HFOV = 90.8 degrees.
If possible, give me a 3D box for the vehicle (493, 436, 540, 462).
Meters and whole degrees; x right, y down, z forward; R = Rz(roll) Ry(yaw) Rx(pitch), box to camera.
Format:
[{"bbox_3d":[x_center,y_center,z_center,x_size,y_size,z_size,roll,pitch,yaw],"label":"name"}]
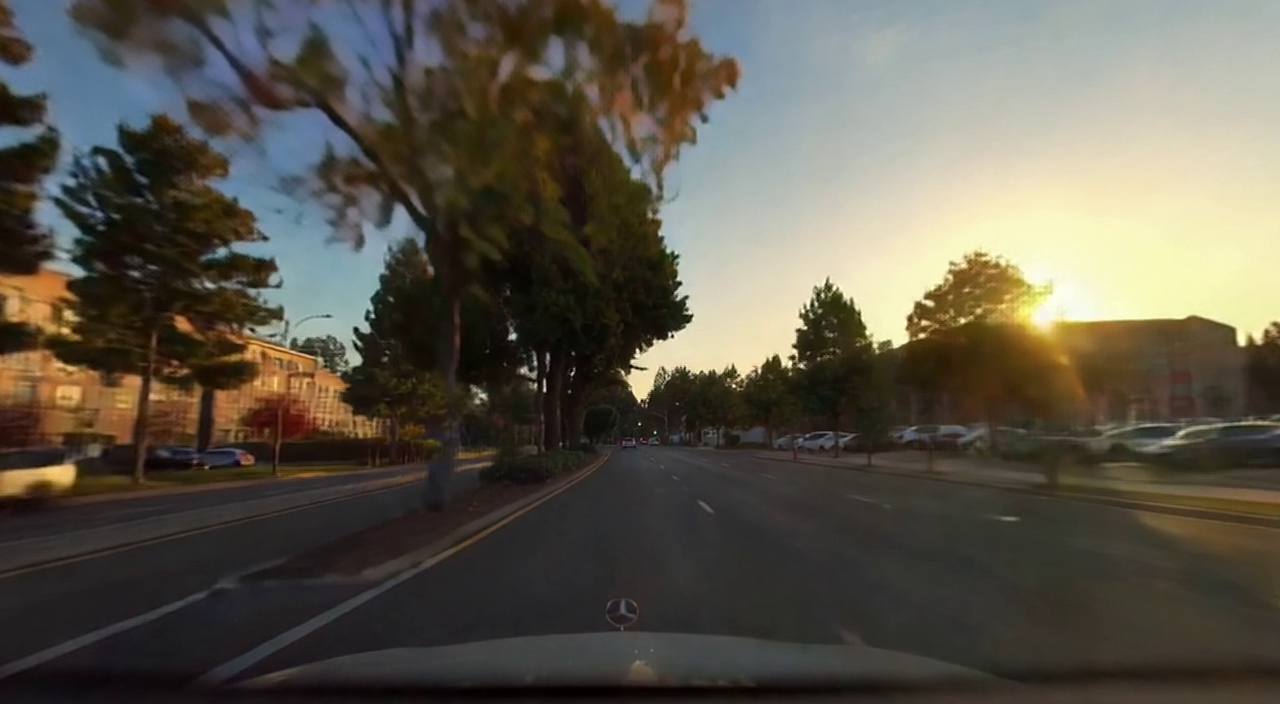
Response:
[{"bbox_3d":[-9.016,7.039,45.877,1.958,1.774,4.497,5,-10,-30],"label":"vehicle"}]
